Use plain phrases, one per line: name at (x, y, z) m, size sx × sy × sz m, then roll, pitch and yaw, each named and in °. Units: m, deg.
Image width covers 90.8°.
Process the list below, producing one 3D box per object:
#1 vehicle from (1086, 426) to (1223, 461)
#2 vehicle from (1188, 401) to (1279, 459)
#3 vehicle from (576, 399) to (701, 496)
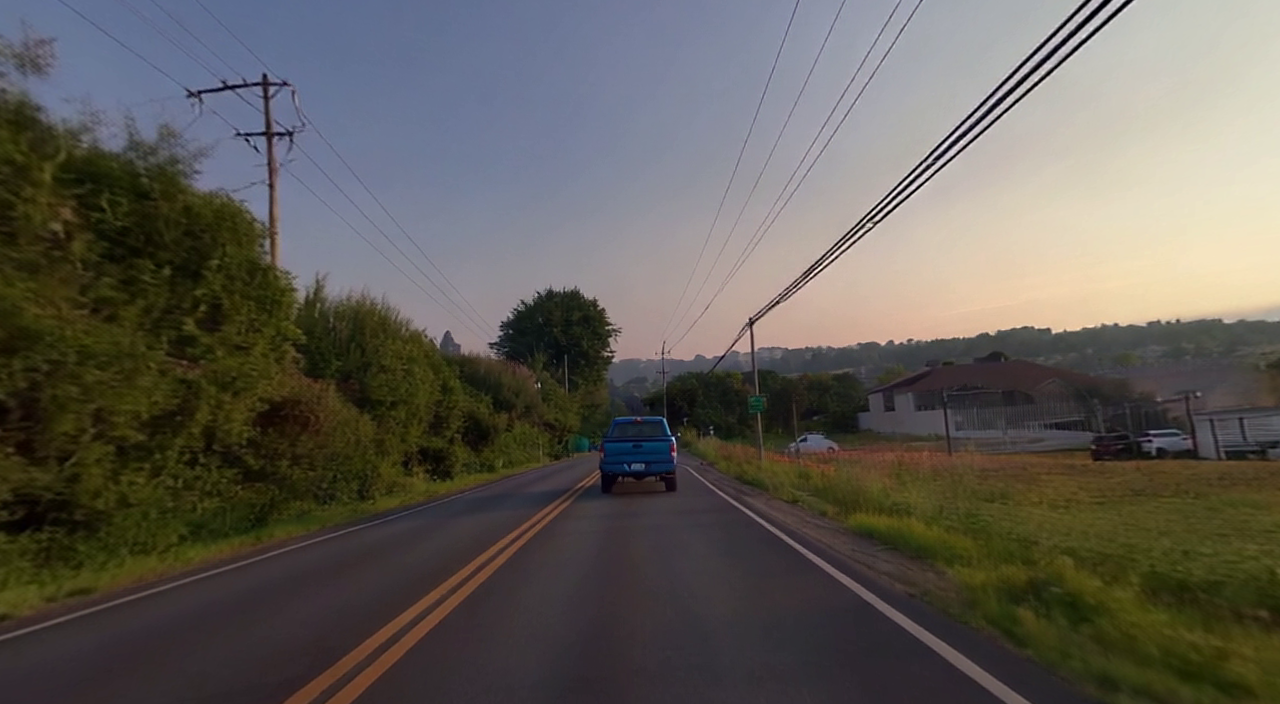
vehicle at (31.438, 5.661, 38.977) m, size 2.323 × 2.002 × 6.310 m, roll 2°, pitch -9°, yaw -13°
vehicle at (33.655, 4.151, 33.373) m, size 2.581 × 2.932 × 6.340 m, roll 4°, pitch -9°, yaw -27°
vehicle at (-0.073, 2.874, 19.110) m, size 3.021 × 2.326 × 7.410 m, roll 0°, pitch -9°, yaw -1°
